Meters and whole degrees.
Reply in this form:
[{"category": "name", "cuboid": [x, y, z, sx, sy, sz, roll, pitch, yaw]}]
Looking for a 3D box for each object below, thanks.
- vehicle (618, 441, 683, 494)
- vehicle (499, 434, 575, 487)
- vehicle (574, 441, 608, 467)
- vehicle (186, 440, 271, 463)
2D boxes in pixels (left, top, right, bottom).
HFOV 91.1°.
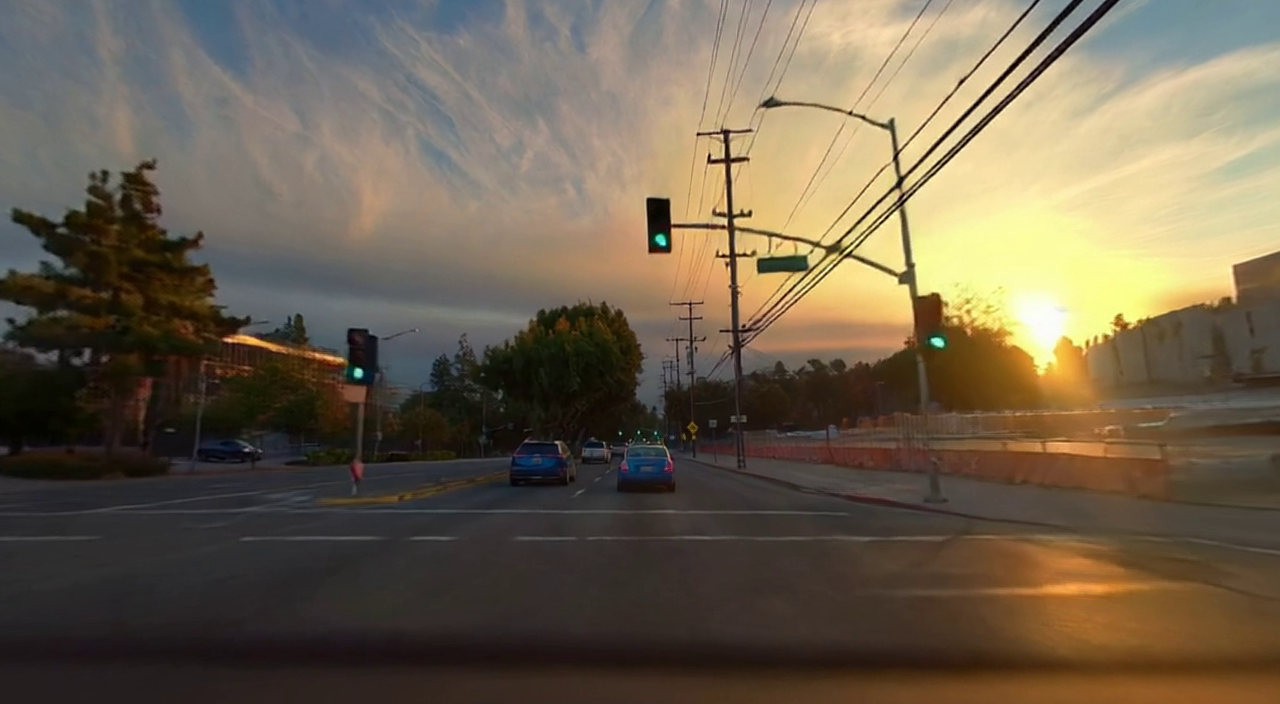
[{"category": "vehicle", "cuboid": [0.340, 4.007, 22.229, 2.059, 1.691, 3.980, 0, -8, 0]}, {"category": "vehicle", "cuboid": [-3.775, 4.059, 23.912, 2.078, 1.804, 4.387, 0, -8, 1]}, {"category": "vehicle", "cuboid": [-3.441, 7.275, 45.032, 1.910, 1.713, 4.786, 0, -8, 1]}, {"category": "vehicle", "cuboid": [-31.662, 7.696, 48.428, 5.155, 1.679, 1.934, 0, -8, 0]}]
